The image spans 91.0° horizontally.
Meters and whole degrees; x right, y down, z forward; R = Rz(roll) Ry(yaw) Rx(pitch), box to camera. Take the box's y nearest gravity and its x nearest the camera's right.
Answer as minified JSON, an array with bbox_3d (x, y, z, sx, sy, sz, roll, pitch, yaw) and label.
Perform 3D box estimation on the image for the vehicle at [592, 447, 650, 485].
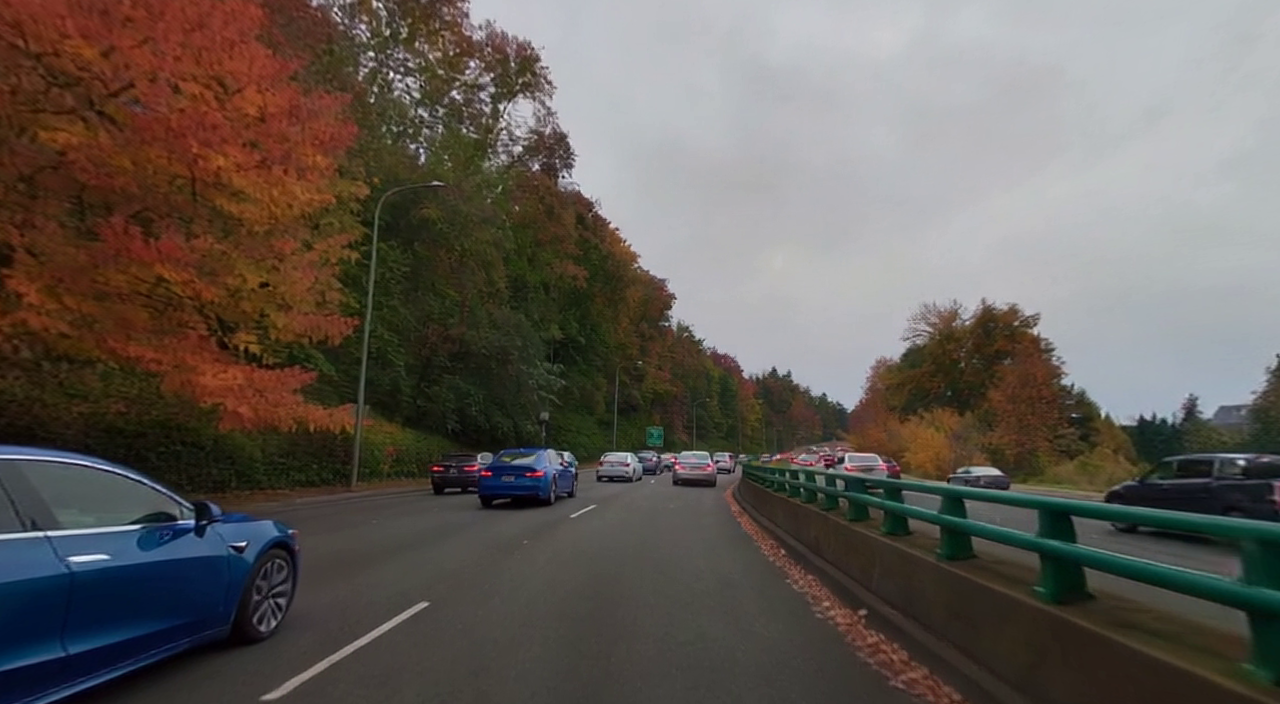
[{"bbox_3d":[-0.792,5.273,29.453,1.930,1.635,4.260,-1,-9,9],"label":"vehicle"}]

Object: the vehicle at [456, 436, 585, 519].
[{"bbox_3d":[-2.667,2.932,15.302,1.979,1.663,4.513,0,-9,4],"label":"vehicle"}]

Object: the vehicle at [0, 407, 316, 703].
[{"bbox_3d":[-3.414,0.964,2.427,1.921,1.503,4.317,0,-9,2],"label":"vehicle"}]

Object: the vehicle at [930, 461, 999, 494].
[{"bbox_3d":[17.077,6.589,33.366,1.816,1.481,4.422,-1,-9,8],"label":"vehicle"}]

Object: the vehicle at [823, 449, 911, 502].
[{"bbox_3d":[7.712,4.191,21.815,1.768,1.634,4.064,0,-9,4],"label":"vehicle"}]

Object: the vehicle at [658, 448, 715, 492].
[{"bbox_3d":[1.881,4.462,24.270,2.015,1.506,4.276,-1,-9,7],"label":"vehicle"}]

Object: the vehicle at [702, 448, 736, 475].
[{"bbox_3d":[5.323,7.256,41.941,1.977,1.704,3.841,-1,-9,11],"label":"vehicle"}]

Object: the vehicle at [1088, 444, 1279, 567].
[{"bbox_3d":[10.331,2.516,10.963,1.894,1.763,4.432,0,-9,2],"label":"vehicle"}]
